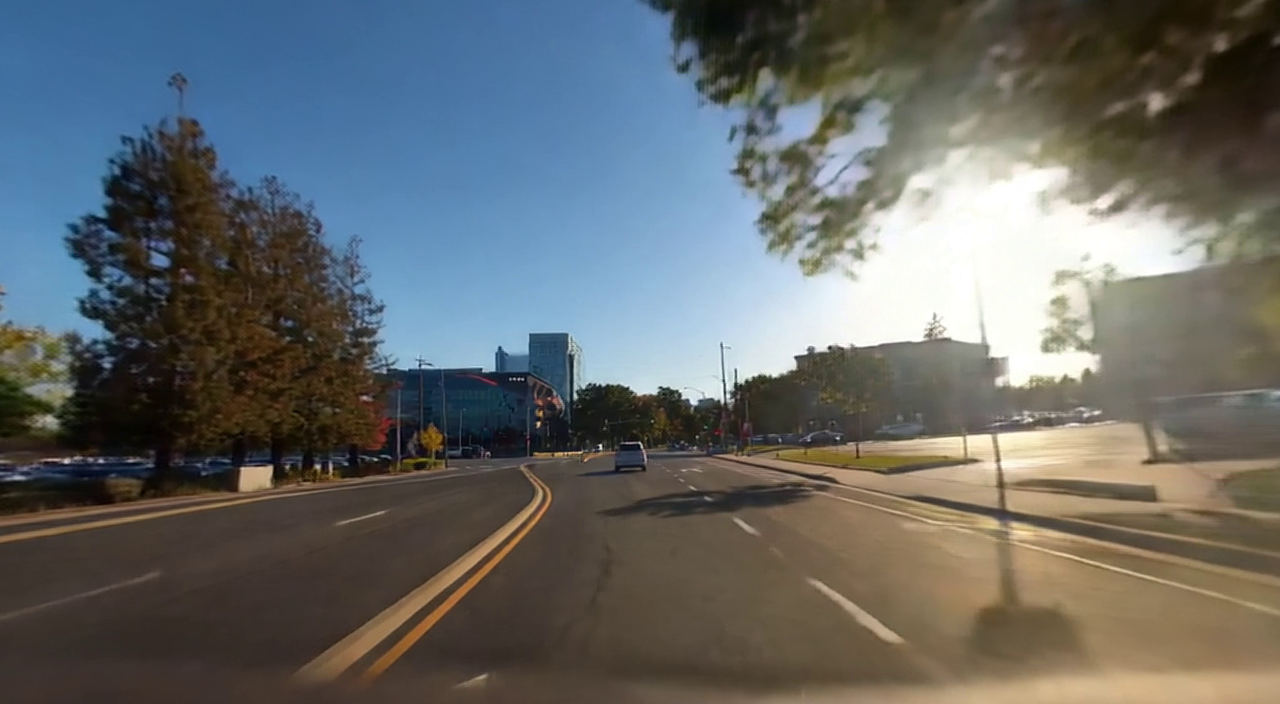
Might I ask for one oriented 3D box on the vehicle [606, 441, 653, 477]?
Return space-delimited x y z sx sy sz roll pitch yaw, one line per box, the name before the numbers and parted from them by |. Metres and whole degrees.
vehicle | -0.510 5.256 31.284 2.181 1.639 4.127 0 -9 -1
